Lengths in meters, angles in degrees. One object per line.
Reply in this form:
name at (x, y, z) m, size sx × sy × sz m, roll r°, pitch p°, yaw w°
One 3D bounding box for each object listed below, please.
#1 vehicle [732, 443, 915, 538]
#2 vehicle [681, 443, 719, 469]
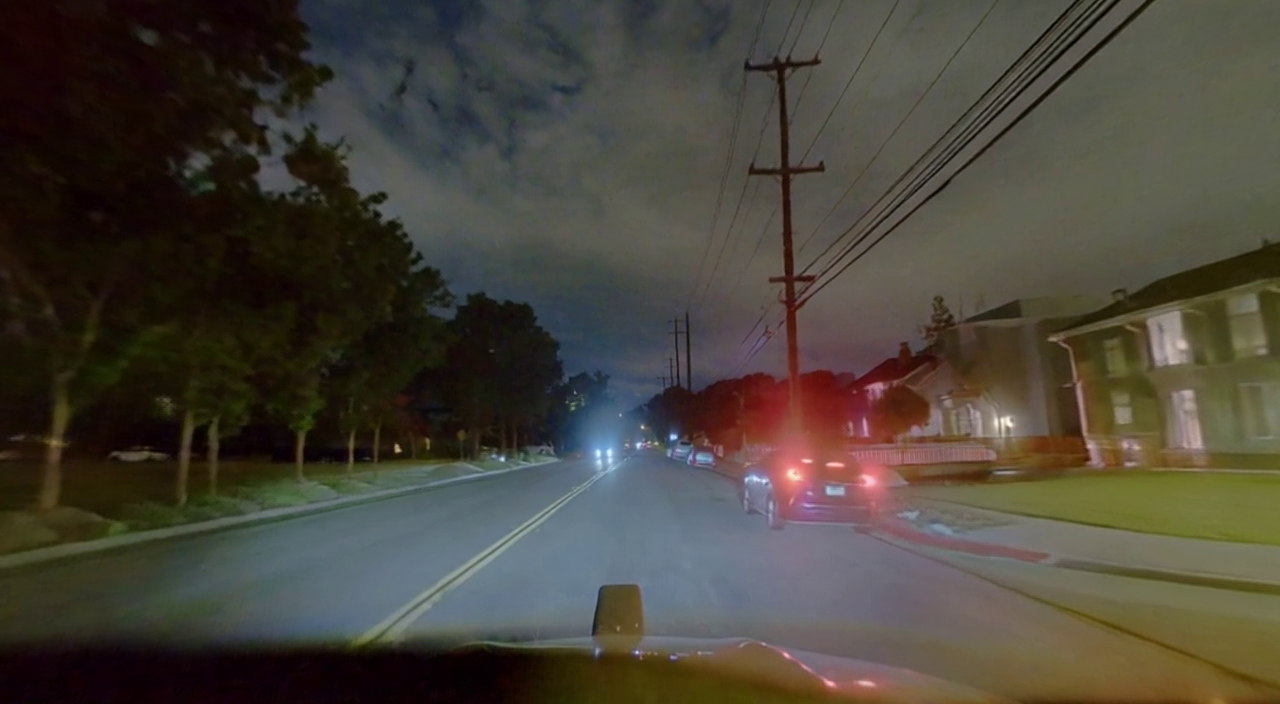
vehicle at (3.141, 2.454, 11.975) m, size 1.990 × 1.435 × 4.526 m, roll 0°, pitch -8°, yaw -2°
vehicle at (3.641, 6.381, 39.048) m, size 1.915 × 1.491 × 4.642 m, roll 0°, pitch -8°, yaw 0°
